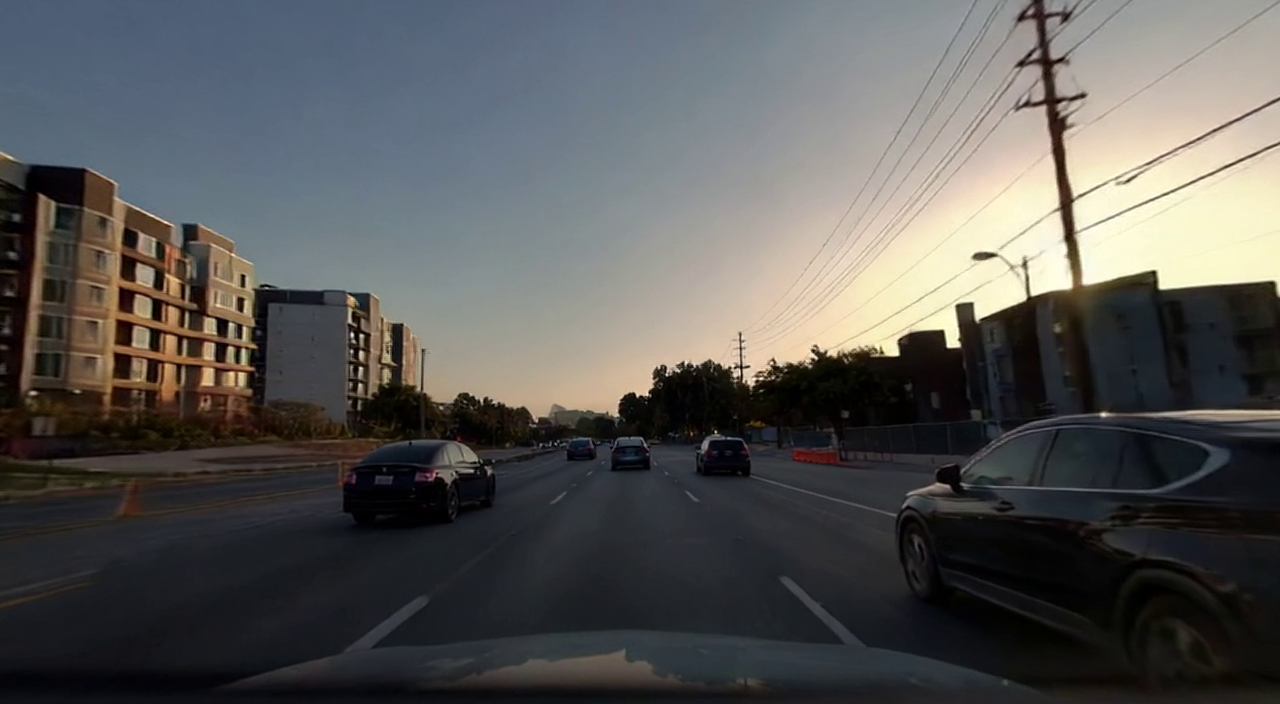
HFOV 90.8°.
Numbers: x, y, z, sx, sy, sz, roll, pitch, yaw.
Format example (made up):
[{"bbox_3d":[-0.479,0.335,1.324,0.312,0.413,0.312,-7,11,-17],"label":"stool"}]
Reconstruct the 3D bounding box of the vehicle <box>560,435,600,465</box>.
[{"bbox_3d":[-3.938,6.542,42.312,2.190,1.832,4.417,0,-8,0],"label":"vehicle"}]

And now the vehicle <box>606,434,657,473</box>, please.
[{"bbox_3d":[-0.403,4.846,30.364,2.291,1.714,4.217,0,-8,0],"label":"vehicle"}]

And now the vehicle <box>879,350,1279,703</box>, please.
[{"bbox_3d":[3.172,1.025,3.674,1.975,1.598,4.025,0,-8,0],"label":"vehicle"}]

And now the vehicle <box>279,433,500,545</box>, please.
[{"bbox_3d":[-3.795,2.133,10.538,1.968,1.473,4.209,0,-8,0],"label":"vehicle"}]

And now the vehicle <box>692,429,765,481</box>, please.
[{"bbox_3d":[3.243,3.887,24.021,2.029,1.797,4.218,0,-8,-1],"label":"vehicle"}]
